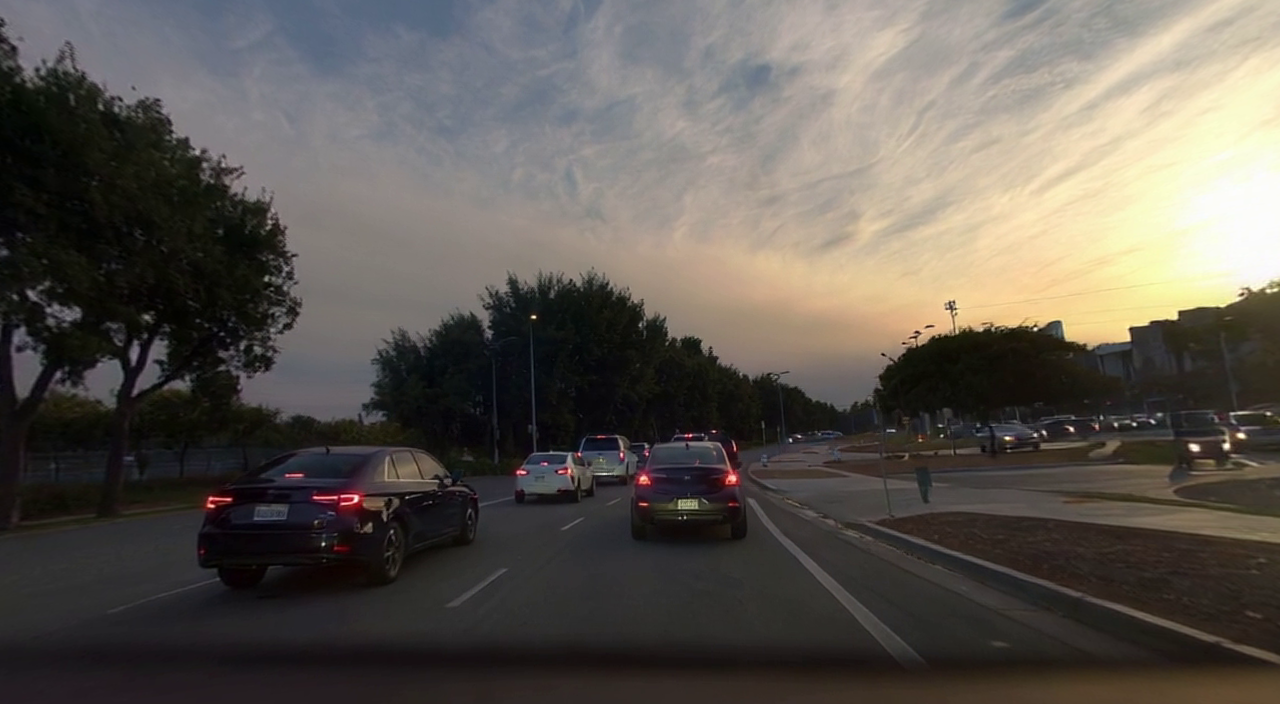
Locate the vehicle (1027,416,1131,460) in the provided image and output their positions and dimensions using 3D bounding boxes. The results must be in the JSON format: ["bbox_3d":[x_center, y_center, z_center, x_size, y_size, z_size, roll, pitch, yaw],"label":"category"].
[{"bbox_3d":[18.090,3.585,26.188,1.803,1.518,3.893,-6,-9,8],"label":"vehicle"}]

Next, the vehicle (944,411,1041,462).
[{"bbox_3d":[14.700,3.610,26.606,2.288,1.933,4.612,-2,-9,13],"label":"vehicle"}]

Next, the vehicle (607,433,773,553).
[{"bbox_3d":[0.768,2.147,10.309,2.142,1.528,4.133,-1,-9,4],"label":"vehicle"}]

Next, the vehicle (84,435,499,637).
[{"bbox_3d":[-3.162,1.724,6.980,1.940,1.502,4.241,-1,-9,4],"label":"vehicle"}]

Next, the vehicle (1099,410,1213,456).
[{"bbox_3d":[20.697,3.298,25.489,1.902,1.529,3.937,-7,-9,13],"label":"vehicle"}]

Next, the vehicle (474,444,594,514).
[{"bbox_3d":[-2.464,3.066,15.798,1.870,1.490,4.187,-1,-9,6],"label":"vehicle"}]
